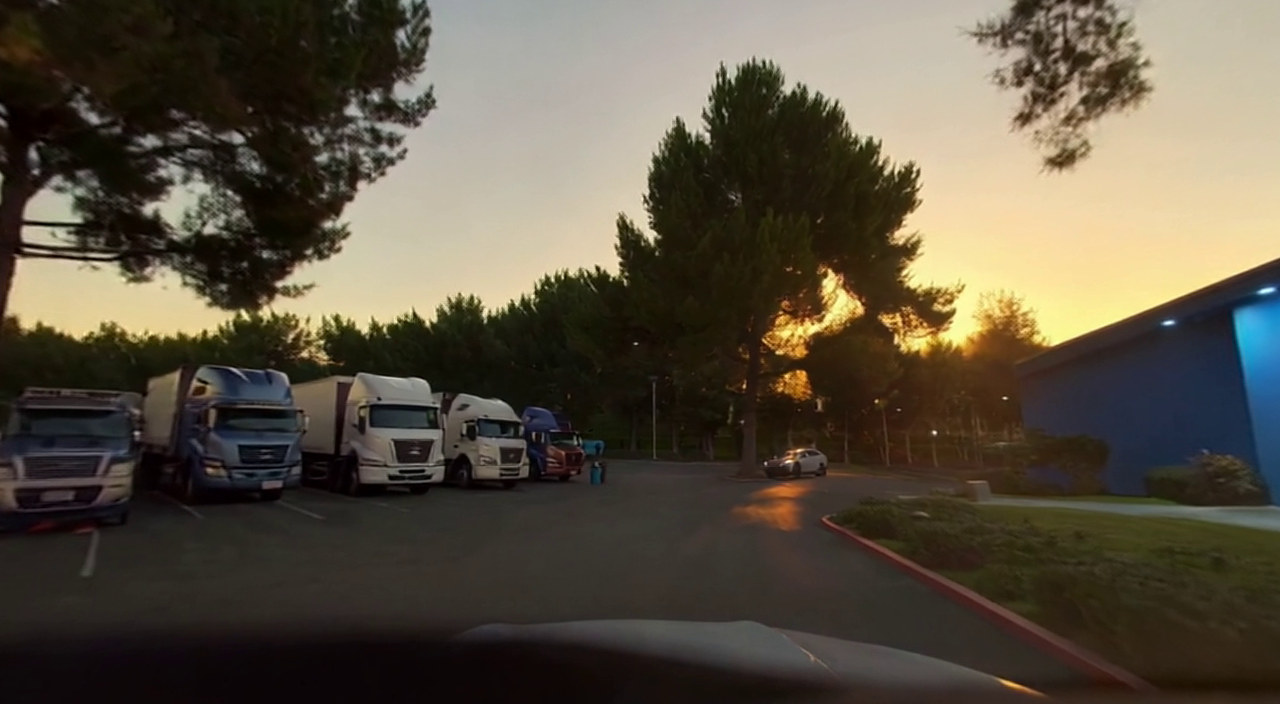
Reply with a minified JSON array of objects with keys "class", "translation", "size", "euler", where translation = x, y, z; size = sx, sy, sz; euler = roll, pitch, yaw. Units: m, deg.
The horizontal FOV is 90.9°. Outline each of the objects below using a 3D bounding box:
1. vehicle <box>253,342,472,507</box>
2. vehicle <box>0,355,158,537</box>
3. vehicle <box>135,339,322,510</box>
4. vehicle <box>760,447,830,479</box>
[{"class":"vehicle","translation":[-9.829,2.623,21.051],"size":[2.948,4.069,11.906],"euler":[8,-12,-41]},{"class":"vehicle","translation":[-12.741,2.083,13.846],"size":[2.674,3.007,7.819],"euler":[7,-12,-40]},{"class":"vehicle","translation":[-13.257,2.445,19.596],"size":[3.038,3.871,11.512],"euler":[7,-12,-40]},{"class":"vehicle","translation":[7.927,5.605,32.127],"size":[3.473,1.506,1.809],"euler":[8,-12,-44]}]
